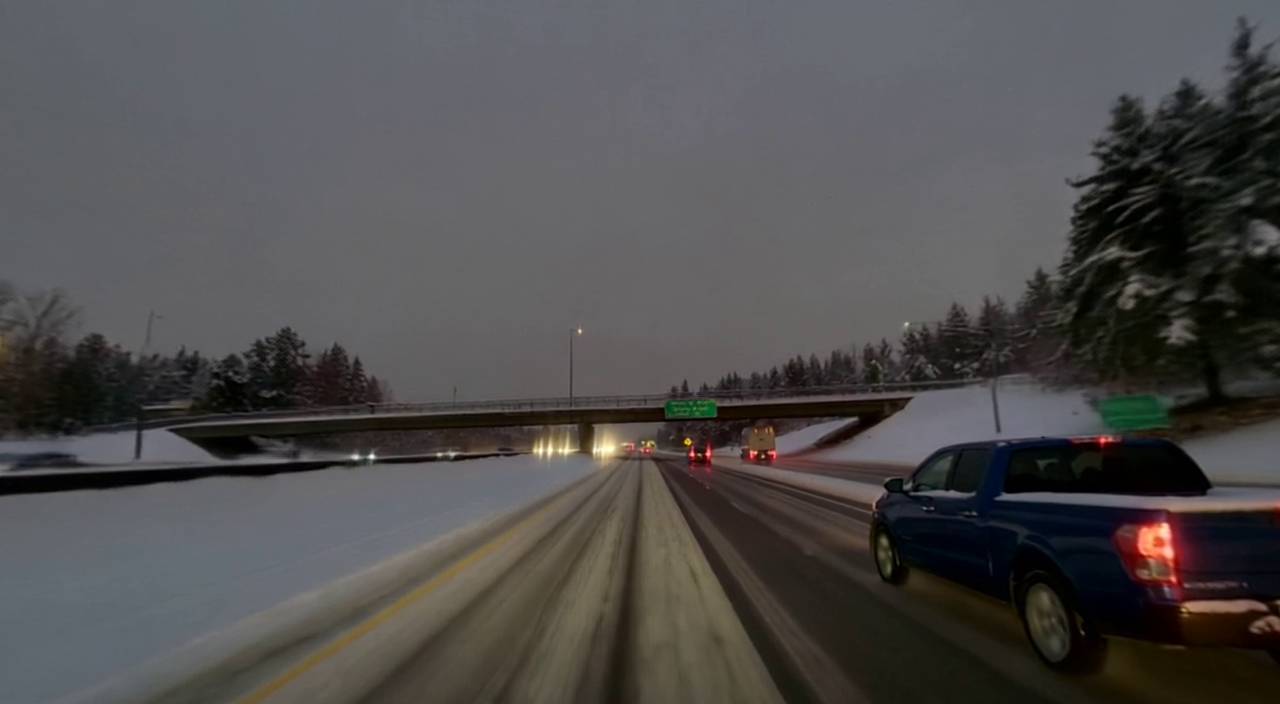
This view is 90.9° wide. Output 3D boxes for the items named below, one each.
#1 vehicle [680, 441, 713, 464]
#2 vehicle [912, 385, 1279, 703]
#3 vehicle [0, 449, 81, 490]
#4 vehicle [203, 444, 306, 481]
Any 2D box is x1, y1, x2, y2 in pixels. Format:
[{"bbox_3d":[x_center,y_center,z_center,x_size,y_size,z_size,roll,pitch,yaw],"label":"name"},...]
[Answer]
[{"bbox_3d":[4.144,7.483,47.052,2.014,1.643,4.039,0,-8,-1],"label":"vehicle"},{"bbox_3d":[3.422,0.983,2.986,2.119,1.524,4.807,0,-8,0],"label":"vehicle"},{"bbox_3d":[-24.798,4.552,24.549,1.862,1.472,4.614,0,-8,0],"label":"vehicle"},{"bbox_3d":[-18.218,5.197,30.089,1.950,1.604,4.599,0,-8,1],"label":"vehicle"}]
